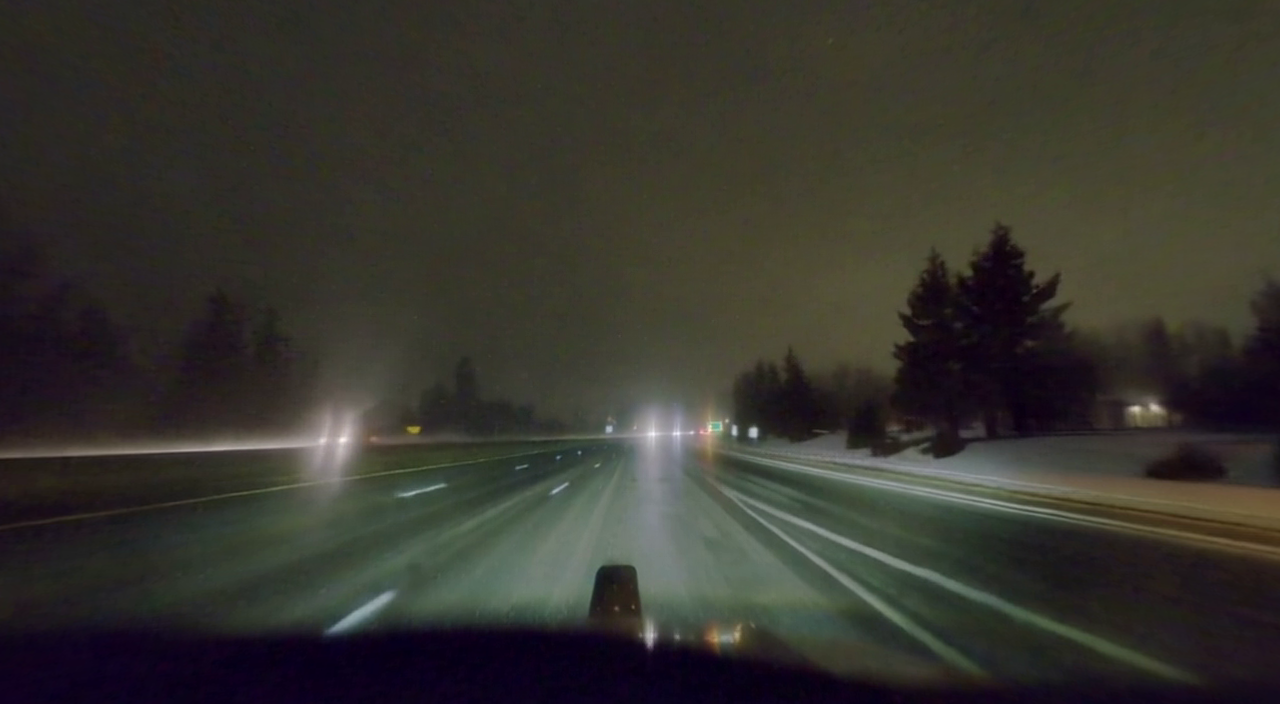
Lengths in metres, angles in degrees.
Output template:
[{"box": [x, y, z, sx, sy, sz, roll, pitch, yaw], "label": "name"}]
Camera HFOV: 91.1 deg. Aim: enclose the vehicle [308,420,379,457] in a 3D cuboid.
[{"box": [-22.750, 6.654, 48.576, 2.365, 2.672, 6.114, 0, -8, 2], "label": "vehicle"}]
